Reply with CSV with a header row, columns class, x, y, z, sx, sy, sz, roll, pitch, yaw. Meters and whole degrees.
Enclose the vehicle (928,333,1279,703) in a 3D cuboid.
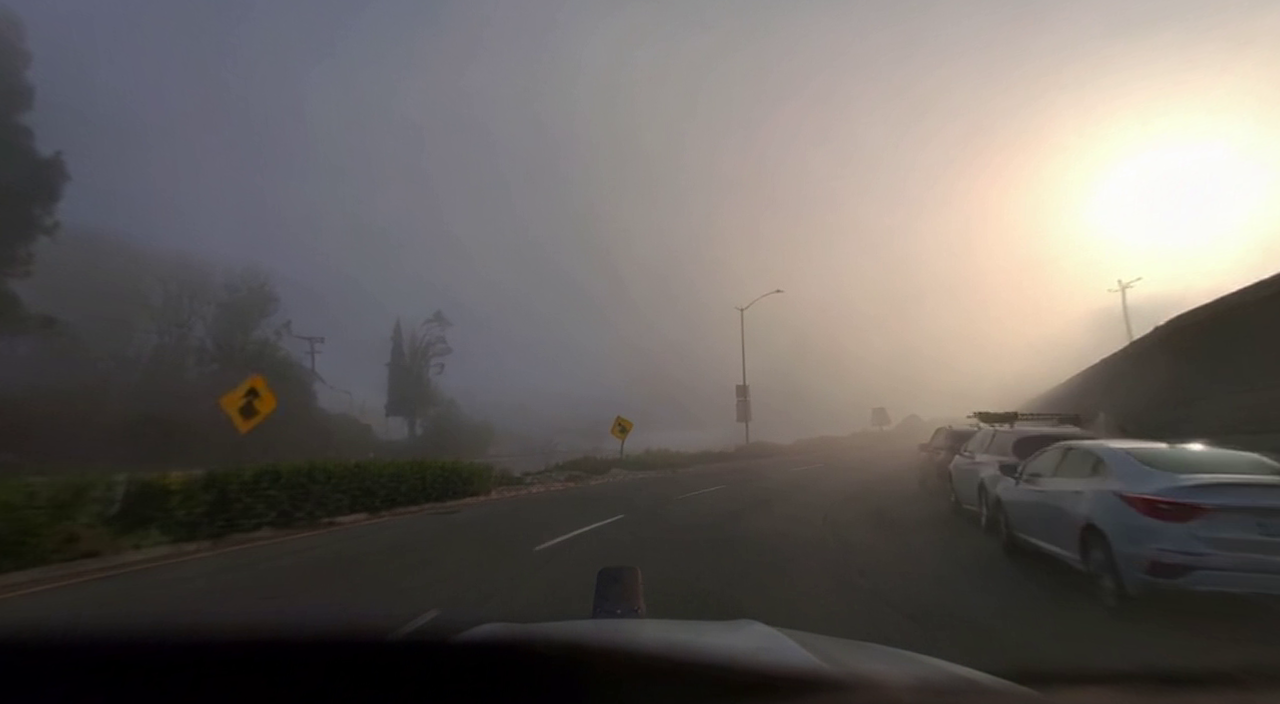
class,x,y,z,sx,sy,sz,roll,pitch,yaw
vehicle,4.288,1.147,5.311,2.168,1.846,4.794,-1,-8,10
